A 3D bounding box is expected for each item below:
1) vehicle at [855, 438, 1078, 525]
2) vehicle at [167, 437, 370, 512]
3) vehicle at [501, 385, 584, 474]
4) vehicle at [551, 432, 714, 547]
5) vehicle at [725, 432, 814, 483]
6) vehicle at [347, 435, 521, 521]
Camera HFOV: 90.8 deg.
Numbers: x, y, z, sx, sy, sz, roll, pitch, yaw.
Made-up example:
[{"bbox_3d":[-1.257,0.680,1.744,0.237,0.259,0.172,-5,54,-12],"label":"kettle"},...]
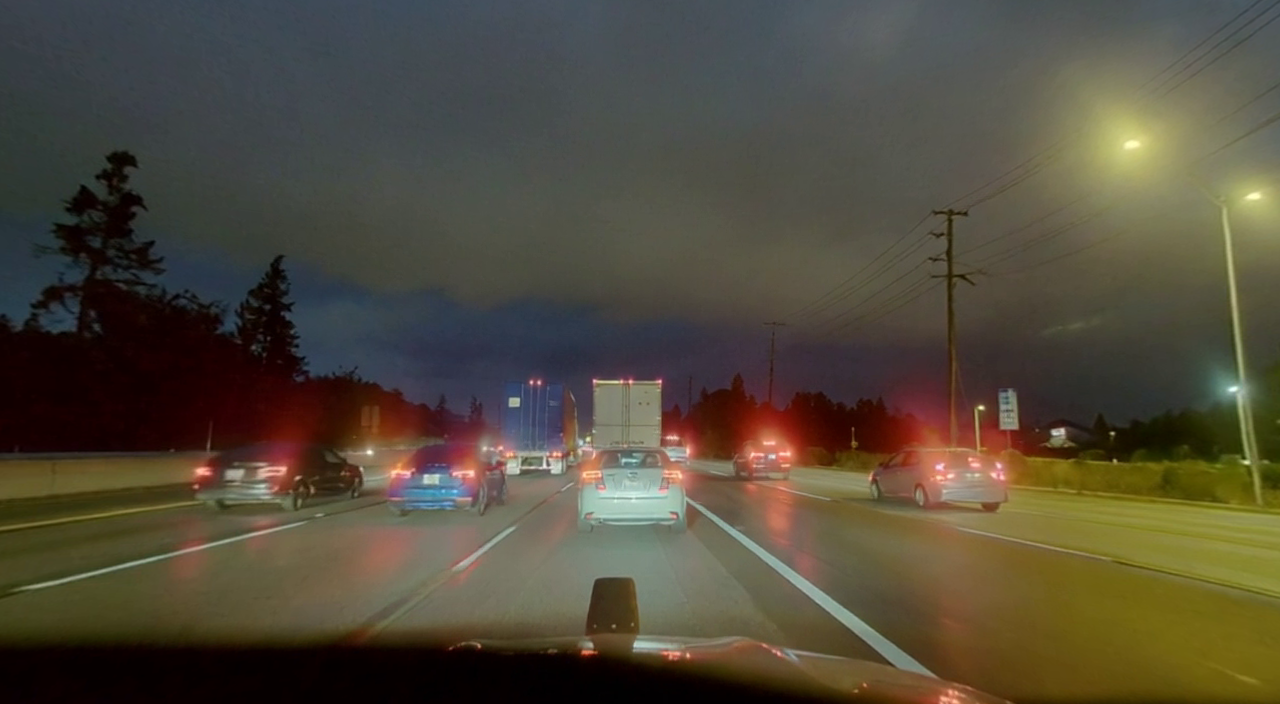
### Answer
[{"bbox_3d":[6.138,2.453,12.577,1.878,1.406,4.164,1,-9,-6],"label":"vehicle"},{"bbox_3d":[-8.326,2.766,14.817,2.008,1.454,4.693,0,-9,-2],"label":"vehicle"},{"bbox_3d":[-5.480,5.102,39.480,3.150,4.298,17.928,0,-9,-3],"label":"vehicle"},{"bbox_3d":[-0.202,2.096,10.288,2.112,1.463,4.012,0,-9,-3],"label":"vehicle"},{"bbox_3d":[4.654,3.869,23.338,2.023,1.676,4.002,1,-9,-7],"label":"vehicle"},{"bbox_3d":[-3.997,2.542,13.360,2.090,1.463,4.968,0,-9,-1],"label":"vehicle"}]
